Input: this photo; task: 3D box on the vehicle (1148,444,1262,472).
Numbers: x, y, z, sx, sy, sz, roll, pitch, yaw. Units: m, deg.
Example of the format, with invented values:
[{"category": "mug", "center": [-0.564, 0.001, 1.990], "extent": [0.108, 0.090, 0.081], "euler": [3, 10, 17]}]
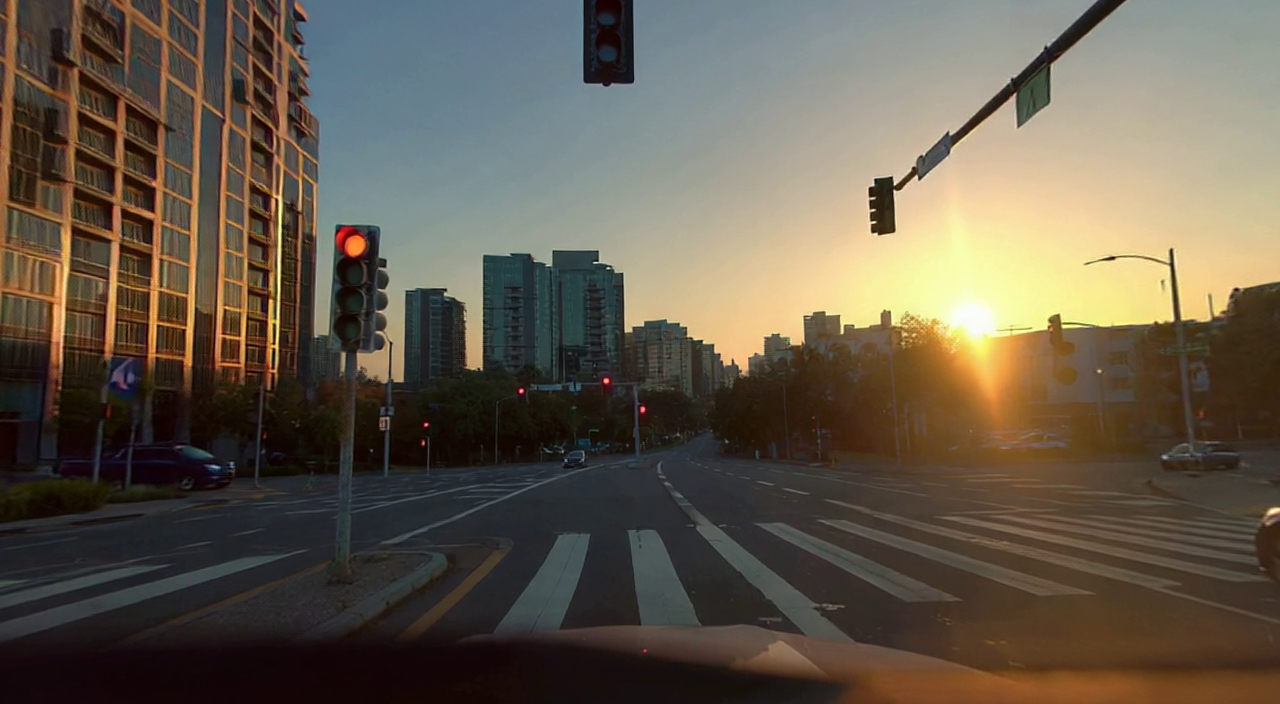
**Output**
[{"category": "vehicle", "center": [33.362, 6.274, 37.098], "extent": [4.736, 1.542, 1.966], "euler": [0, -9, 0]}]

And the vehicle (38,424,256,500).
[{"category": "vehicle", "center": [-21.573, 4.827, 27.792], "extent": [7.088, 3.096, 2.678], "euler": [0, -9, -3]}]
